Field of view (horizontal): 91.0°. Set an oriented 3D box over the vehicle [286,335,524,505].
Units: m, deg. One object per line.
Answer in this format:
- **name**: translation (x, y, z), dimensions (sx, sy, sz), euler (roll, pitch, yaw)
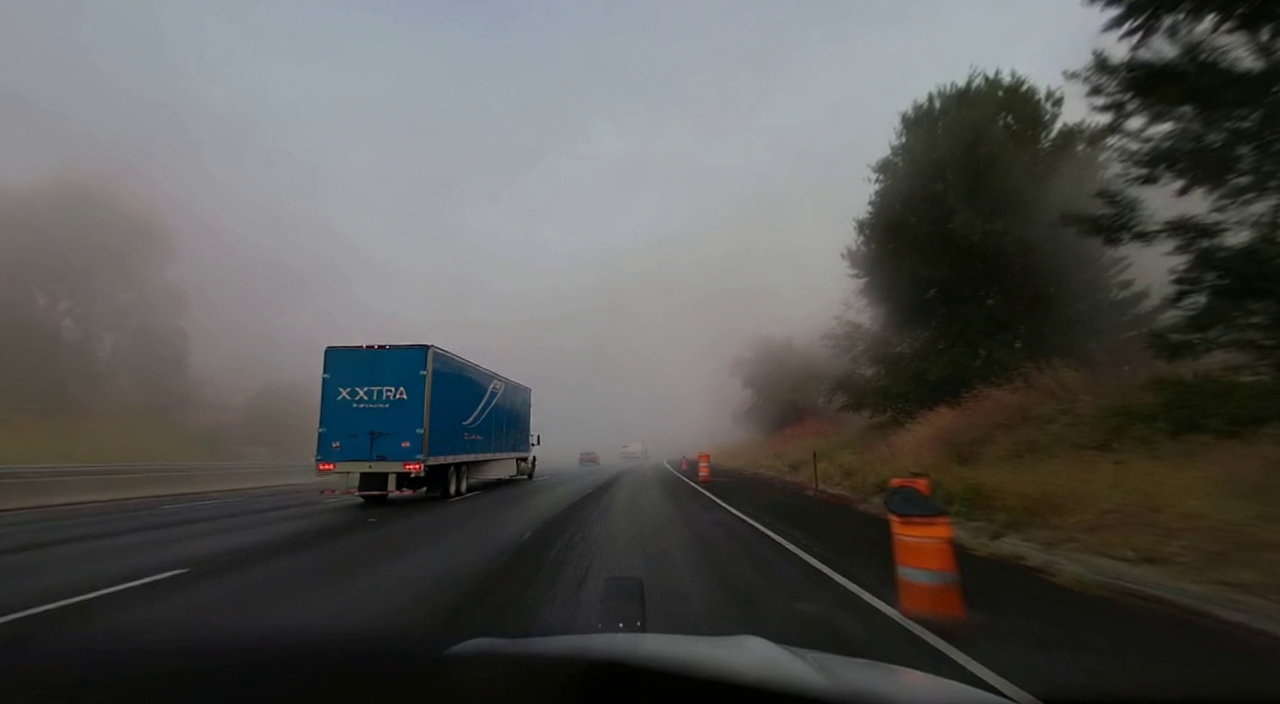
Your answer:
- **vehicle**: translation (-6.479, 2.295, 19.839), dimensions (3.183, 4.011, 9.617), euler (0, -8, 4)
